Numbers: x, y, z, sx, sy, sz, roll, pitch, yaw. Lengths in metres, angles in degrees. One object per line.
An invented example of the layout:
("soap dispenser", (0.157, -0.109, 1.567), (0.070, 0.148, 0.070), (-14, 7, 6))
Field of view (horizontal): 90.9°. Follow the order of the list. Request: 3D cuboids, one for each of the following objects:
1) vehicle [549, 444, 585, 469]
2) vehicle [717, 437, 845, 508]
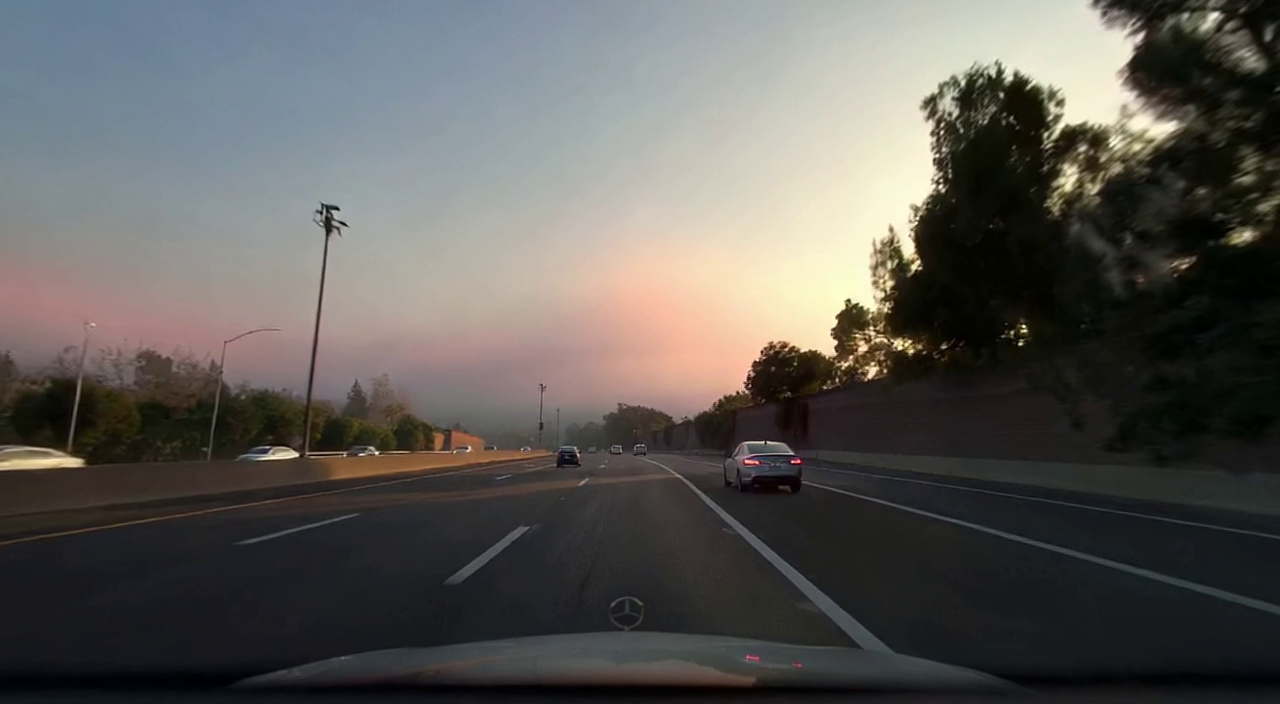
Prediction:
("vehicle", (-4.661, 6.736, 40.790), (2.014, 1.481, 4.156), (0, -8, -2))
("vehicle", (3.317, 2.932, 15.938), (2.030, 1.490, 4.737), (0, -8, -1))
